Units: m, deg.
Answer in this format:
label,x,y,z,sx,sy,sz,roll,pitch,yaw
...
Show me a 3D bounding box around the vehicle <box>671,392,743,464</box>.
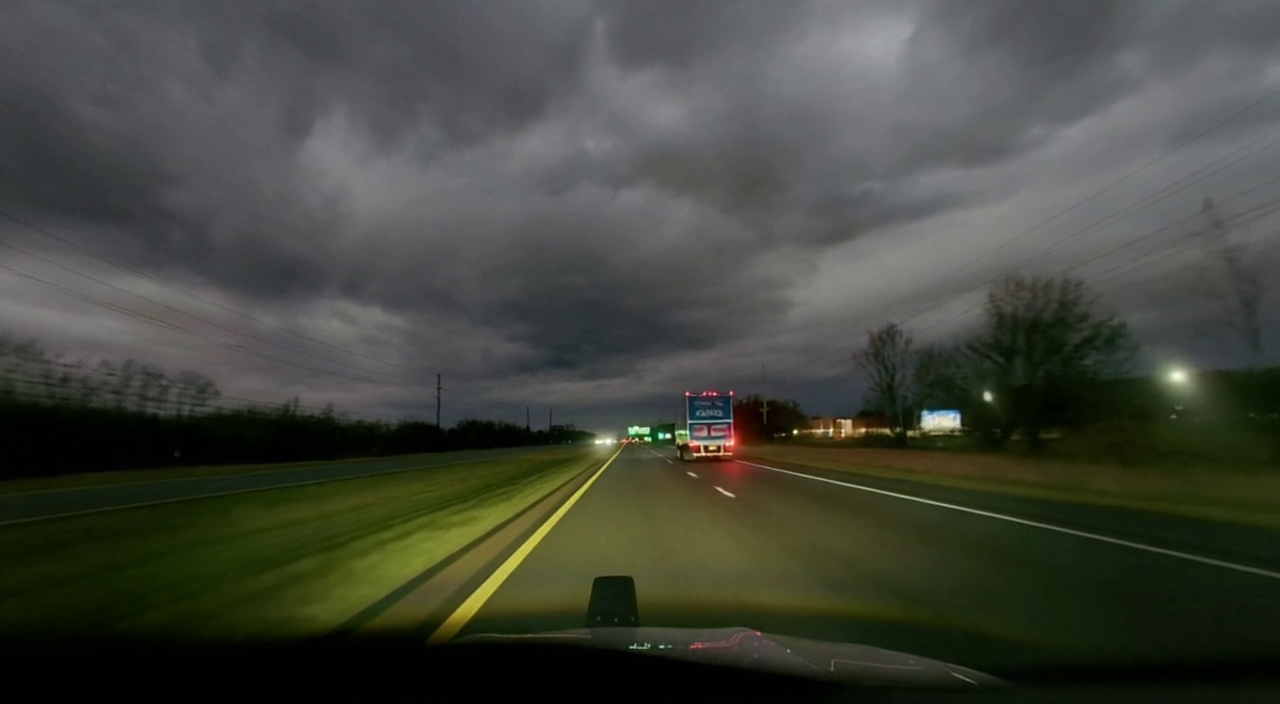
label,x,y,z,sx,sy,sz,roll,pitch,yaw
vehicle,3.671,4.559,37.077,3.037,3.672,9.136,0,-8,-1
